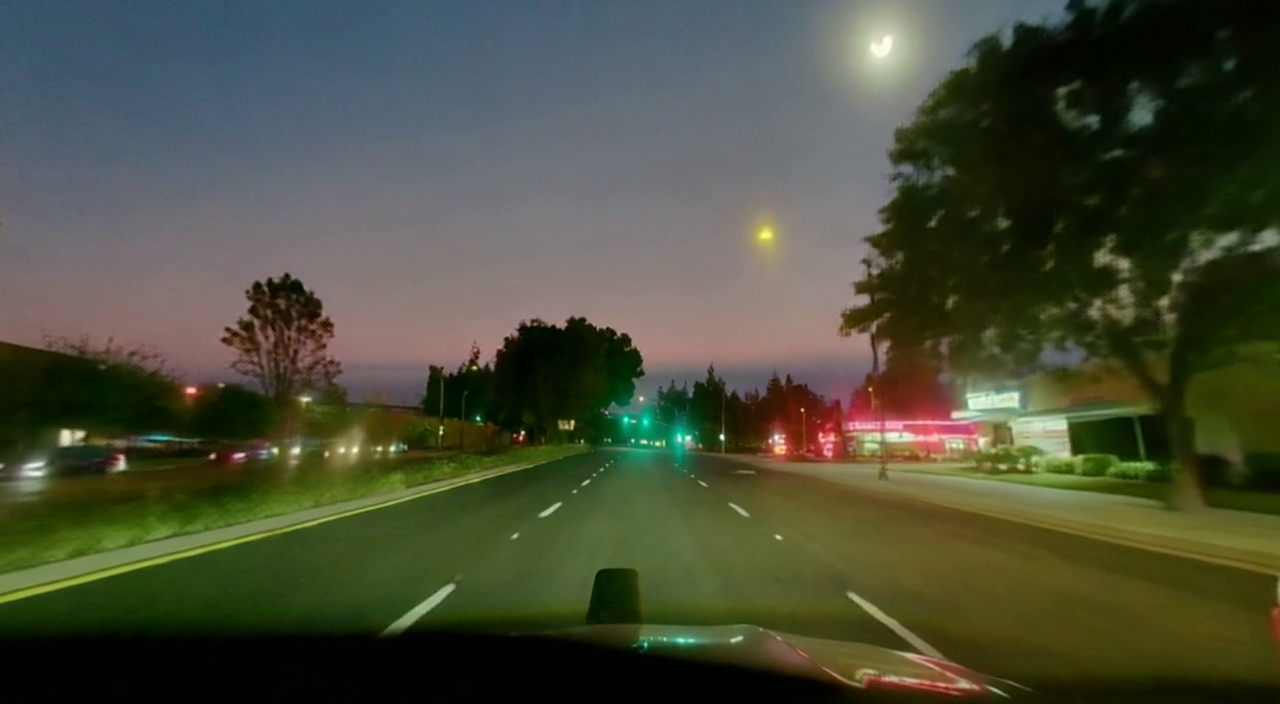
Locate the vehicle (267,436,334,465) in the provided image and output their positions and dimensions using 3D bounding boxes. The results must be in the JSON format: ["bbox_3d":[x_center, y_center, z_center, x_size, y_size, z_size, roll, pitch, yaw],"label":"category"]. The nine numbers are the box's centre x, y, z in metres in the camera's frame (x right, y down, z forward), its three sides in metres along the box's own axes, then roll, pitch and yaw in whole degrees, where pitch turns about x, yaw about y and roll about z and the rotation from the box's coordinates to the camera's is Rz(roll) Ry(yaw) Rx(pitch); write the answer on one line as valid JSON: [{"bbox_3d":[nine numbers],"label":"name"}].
[{"bbox_3d":[-22.335,6.530,41.718,1.902,1.609,4.689,-6,-9,-1],"label":"vehicle"}]

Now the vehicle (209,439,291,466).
[{"bbox_3d":[-22.432,5.784,36.522,1.846,1.452,4.484,-1,-8,0],"label":"vehicle"}]

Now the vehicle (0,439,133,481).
[{"bbox_3d":[-22.258,4.077,24.256,1.771,1.445,4.321,-1,-8,4],"label":"vehicle"}]
